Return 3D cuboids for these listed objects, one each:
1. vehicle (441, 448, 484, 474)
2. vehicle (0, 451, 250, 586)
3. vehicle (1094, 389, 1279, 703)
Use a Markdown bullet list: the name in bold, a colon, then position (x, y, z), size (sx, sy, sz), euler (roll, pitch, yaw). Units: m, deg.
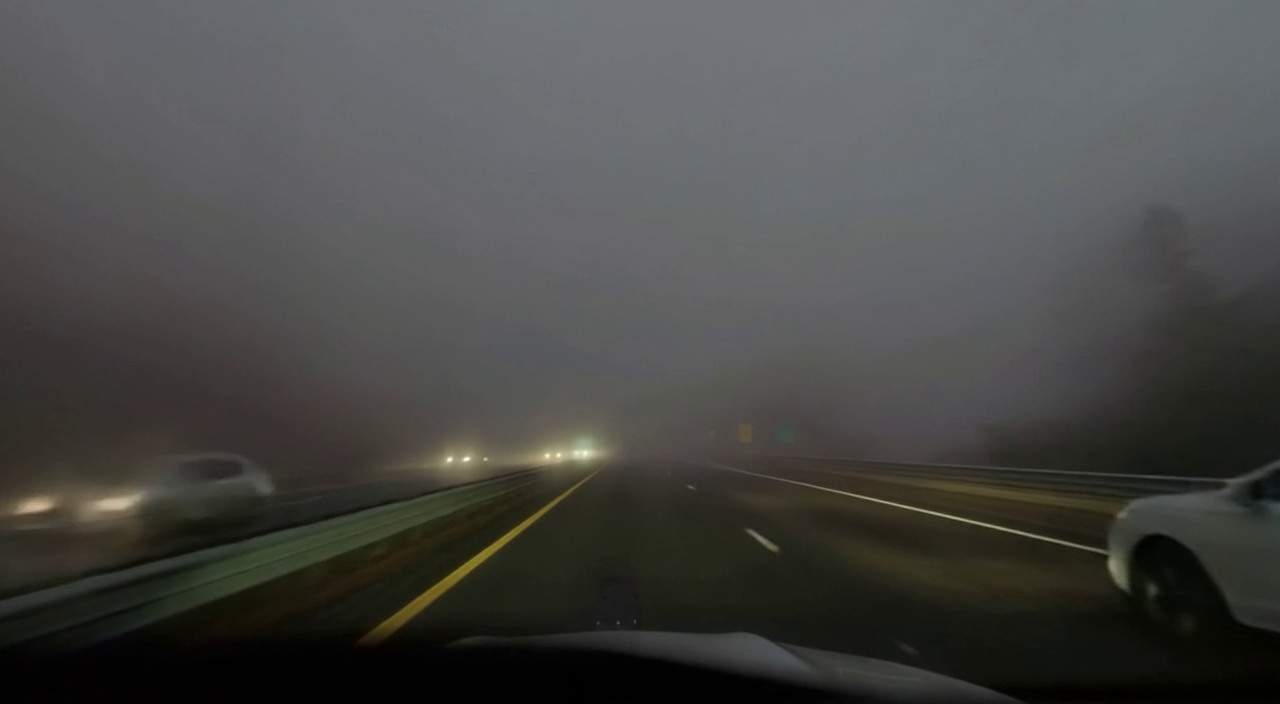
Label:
- **vehicle**: position (-13.587, 8.362, 48.267), size (2.110, 1.813, 4.799), euler (0, -9, -3)
- **vehicle**: position (-8.456, 2.344, 9.709), size (1.932, 1.559, 4.173), euler (-1, -9, 4)
- **vehicle**: position (4.158, 0.811, 2.108), size (2.001, 1.555, 4.098), euler (0, -9, -3)
